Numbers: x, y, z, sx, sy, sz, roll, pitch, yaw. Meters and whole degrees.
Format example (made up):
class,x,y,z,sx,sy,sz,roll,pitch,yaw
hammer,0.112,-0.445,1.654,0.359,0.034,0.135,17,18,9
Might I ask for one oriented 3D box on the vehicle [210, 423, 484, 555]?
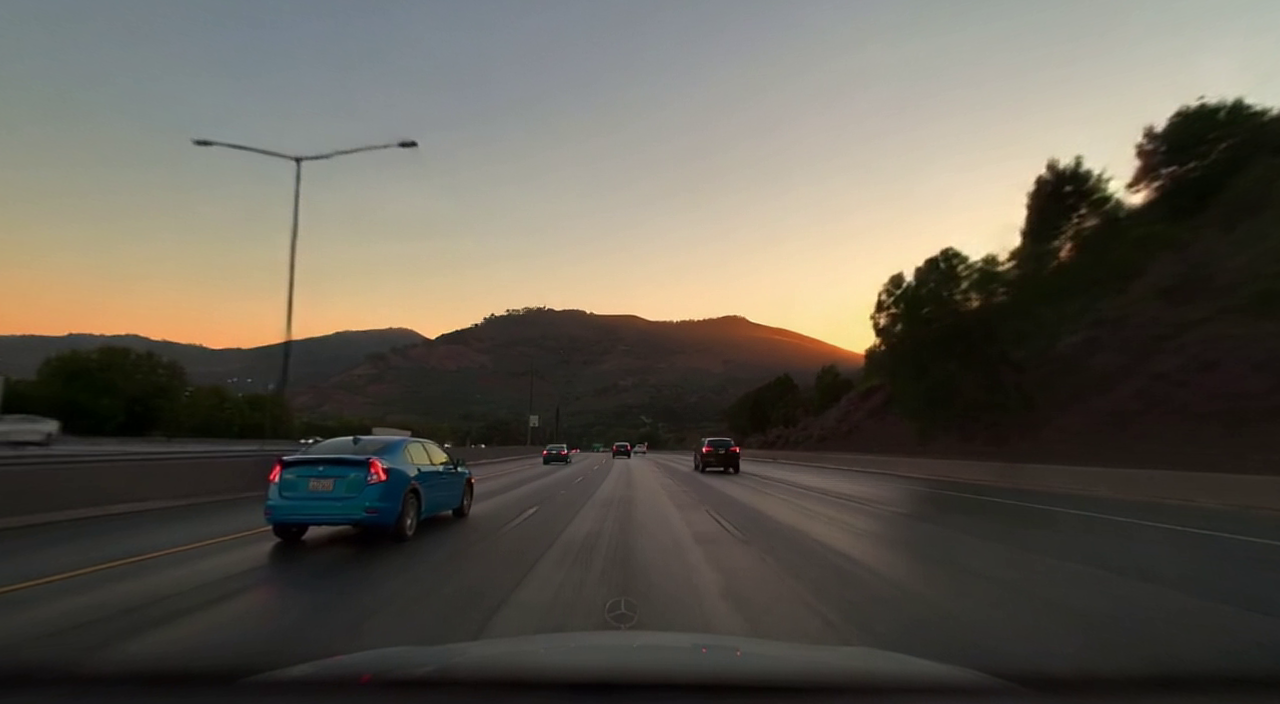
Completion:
class,x,y,z,sx,sy,sz,roll,pitch,yaw
vehicle,-3.938,1.915,9.488,1.993,1.500,4.248,0,-9,1

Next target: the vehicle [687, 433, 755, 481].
class,x,y,z,sx,sy,sz,roll,pitch,yaw
vehicle,3.314,4.420,26.795,2.222,1.820,4.733,0,-9,0

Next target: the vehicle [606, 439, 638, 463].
class,x,y,z,sx,sy,sz,roll,pitch,yaw
vehicle,-1.232,7.023,44.669,2.147,1.572,4.094,0,-9,-1

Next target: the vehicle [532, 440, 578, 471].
class,x,y,z,sx,sy,sz,roll,pitch,yaw
vehicle,-4.306,5.305,32.358,1.796,1.464,3.839,0,-9,0
